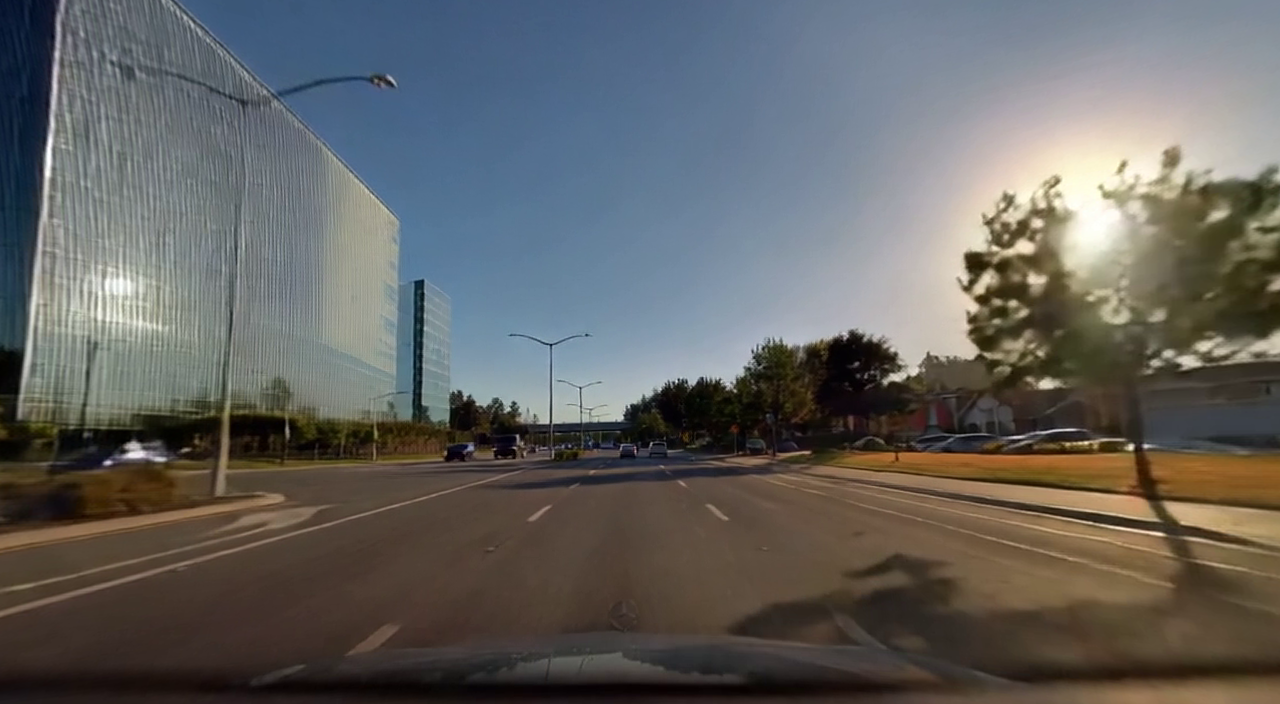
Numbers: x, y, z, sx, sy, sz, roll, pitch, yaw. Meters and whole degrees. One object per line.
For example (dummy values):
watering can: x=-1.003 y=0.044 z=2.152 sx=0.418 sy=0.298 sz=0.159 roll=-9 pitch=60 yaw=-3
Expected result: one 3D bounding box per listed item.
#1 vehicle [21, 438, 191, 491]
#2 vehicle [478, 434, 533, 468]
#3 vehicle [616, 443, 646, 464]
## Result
vehicle: x=-21.439 y=4.502 z=25.817 sx=2.180 sy=1.902 sz=5.475 roll=0 pitch=-8 yaw=-1
vehicle: x=-8.517 y=6.290 z=40.666 sx=2.631 sy=1.990 sz=5.787 roll=0 pitch=-8 yaw=-4
vehicle: x=-0.661 y=7.274 z=45.546 sx=2.080 sy=1.445 sz=4.096 roll=0 pitch=-8 yaw=-2
